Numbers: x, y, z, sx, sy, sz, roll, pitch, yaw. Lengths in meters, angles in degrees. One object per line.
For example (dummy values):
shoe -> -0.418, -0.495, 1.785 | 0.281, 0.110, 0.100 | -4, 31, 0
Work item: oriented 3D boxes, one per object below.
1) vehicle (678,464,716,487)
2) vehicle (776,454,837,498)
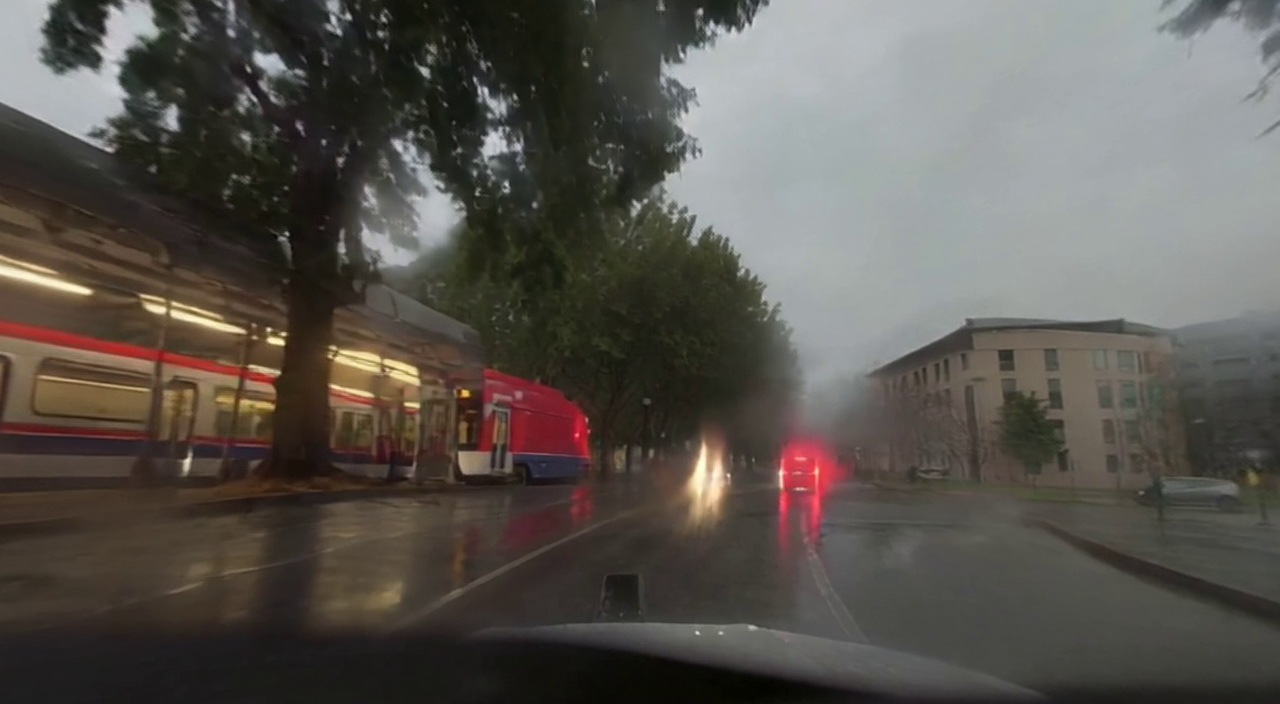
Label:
vehicle -> 4.325, 9.253, 47.636 | 2.042, 1.531, 4.403 | -3, -9, 16
vehicle -> 7.557, 5.471, 28.330 | 2.263, 1.765, 4.237 | -3, -9, 19
